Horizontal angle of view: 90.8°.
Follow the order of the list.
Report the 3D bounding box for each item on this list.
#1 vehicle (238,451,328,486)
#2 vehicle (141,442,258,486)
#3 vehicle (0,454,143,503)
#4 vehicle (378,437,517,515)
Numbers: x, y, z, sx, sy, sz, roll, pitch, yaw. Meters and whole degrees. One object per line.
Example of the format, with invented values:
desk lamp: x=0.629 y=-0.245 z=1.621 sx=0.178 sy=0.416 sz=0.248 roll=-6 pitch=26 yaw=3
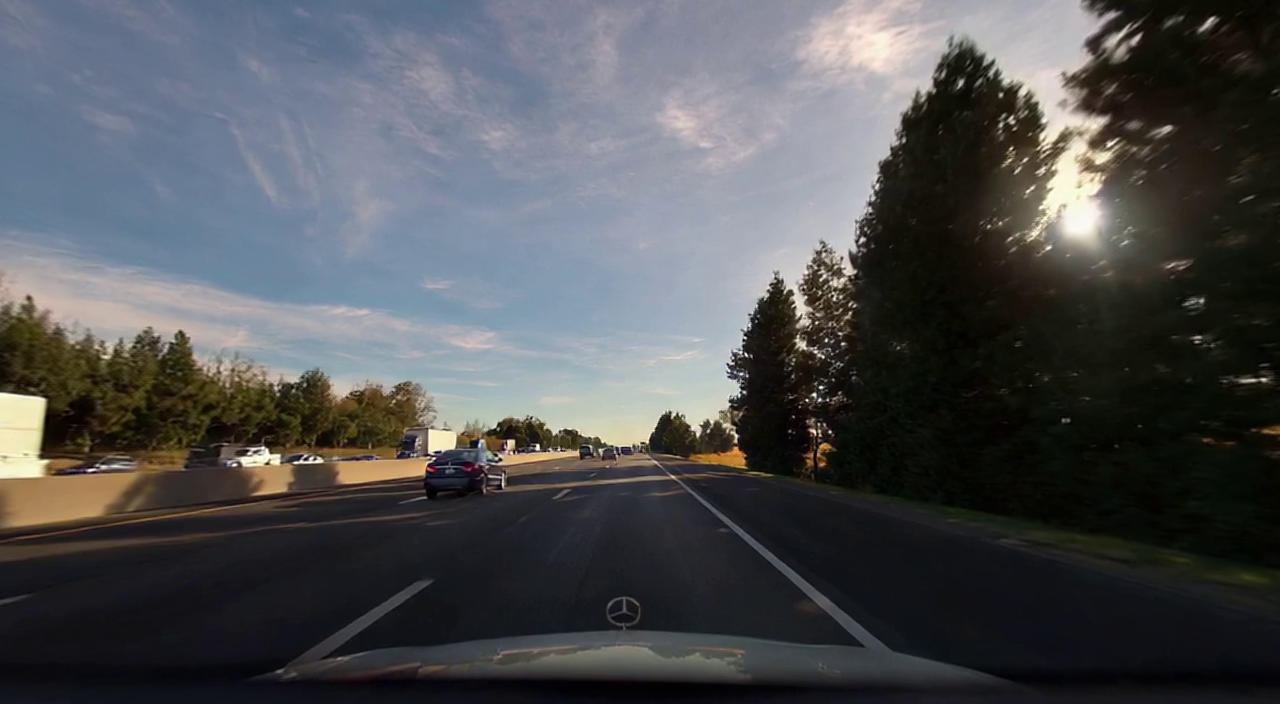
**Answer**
vehicle: x=-16.042 y=5.230 z=28.590 sx=1.863 sy=1.415 sz=3.759 roll=0 pitch=-9 yaw=0
vehicle: x=-23.864 y=6.068 z=34.584 sx=2.296 sy=2.194 sz=5.699 roll=0 pitch=-9 yaw=0
vehicle: x=-19.643 y=4.187 z=21.318 sx=2.014 sy=1.433 sz=4.417 roll=0 pitch=-9 yaw=1
vehicle: x=-4.268 y=2.807 z=14.743 sx=1.954 sy=1.541 sz=4.079 roll=0 pitch=-9 yaw=0
